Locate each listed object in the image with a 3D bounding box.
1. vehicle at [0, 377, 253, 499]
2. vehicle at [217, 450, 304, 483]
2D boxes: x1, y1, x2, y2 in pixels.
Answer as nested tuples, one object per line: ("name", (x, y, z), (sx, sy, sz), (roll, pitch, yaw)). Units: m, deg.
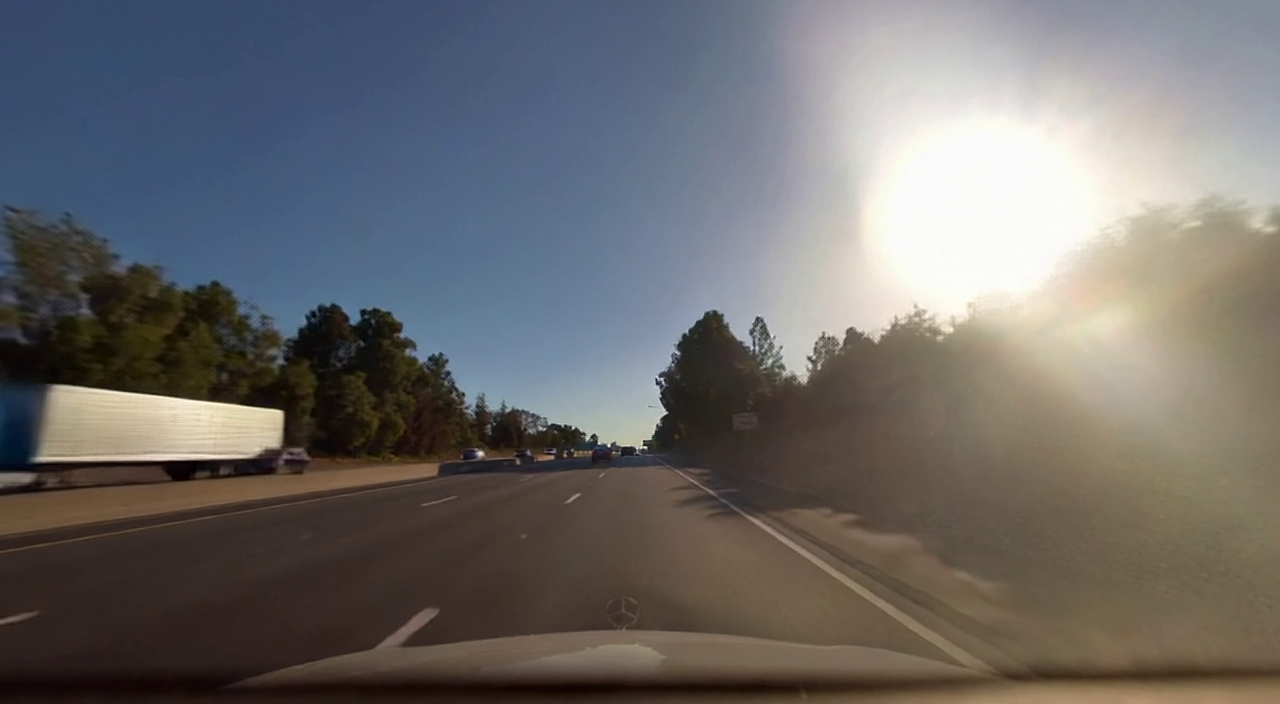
("vehicle", (-23.272, 3.964, 28.165), (2.970, 4.134, 13.809), (0, -9, 0))
("vehicle", (-19.221, 5.792, 31.972), (1.789, 1.508, 4.182), (0, -9, 1))
